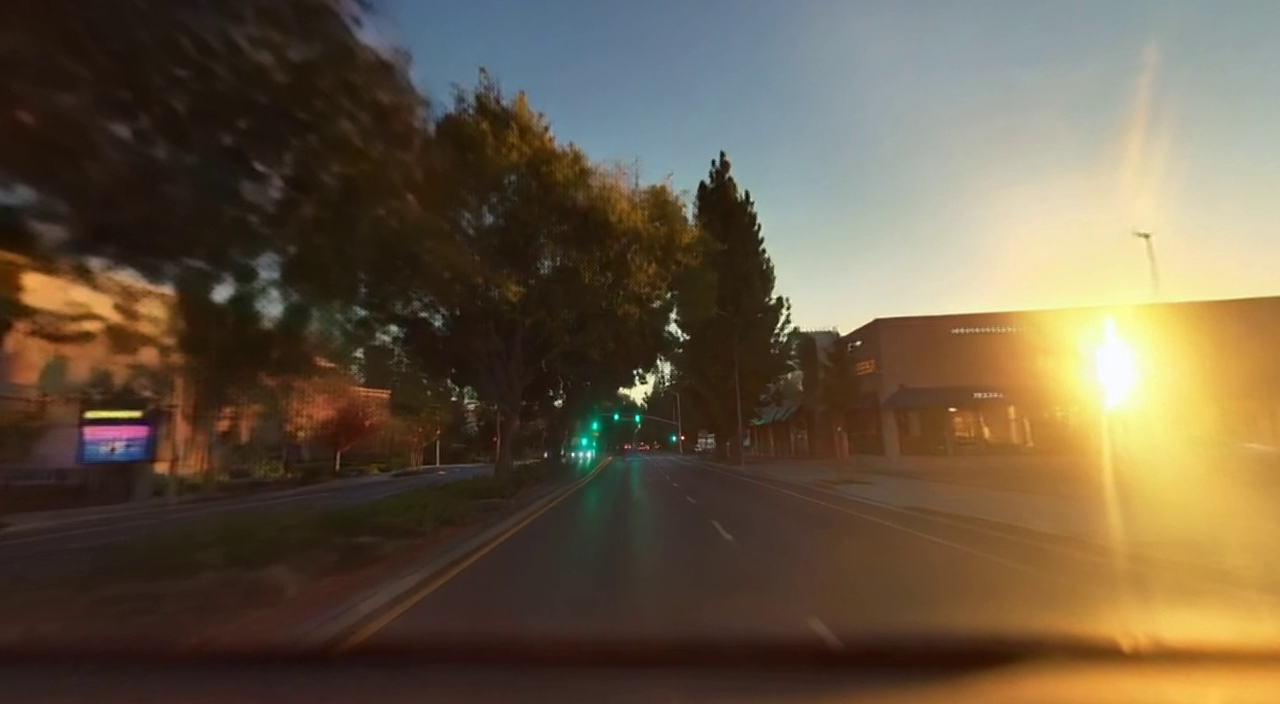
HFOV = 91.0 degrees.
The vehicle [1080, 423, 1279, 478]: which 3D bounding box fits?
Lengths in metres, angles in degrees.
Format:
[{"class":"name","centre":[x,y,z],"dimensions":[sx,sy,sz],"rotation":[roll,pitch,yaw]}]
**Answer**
[{"class":"vehicle","centre":[16.261,2.930,18.744],"dimensions":[4.701,1.500,2.050],"rotation":[-1,-9,0]}]
